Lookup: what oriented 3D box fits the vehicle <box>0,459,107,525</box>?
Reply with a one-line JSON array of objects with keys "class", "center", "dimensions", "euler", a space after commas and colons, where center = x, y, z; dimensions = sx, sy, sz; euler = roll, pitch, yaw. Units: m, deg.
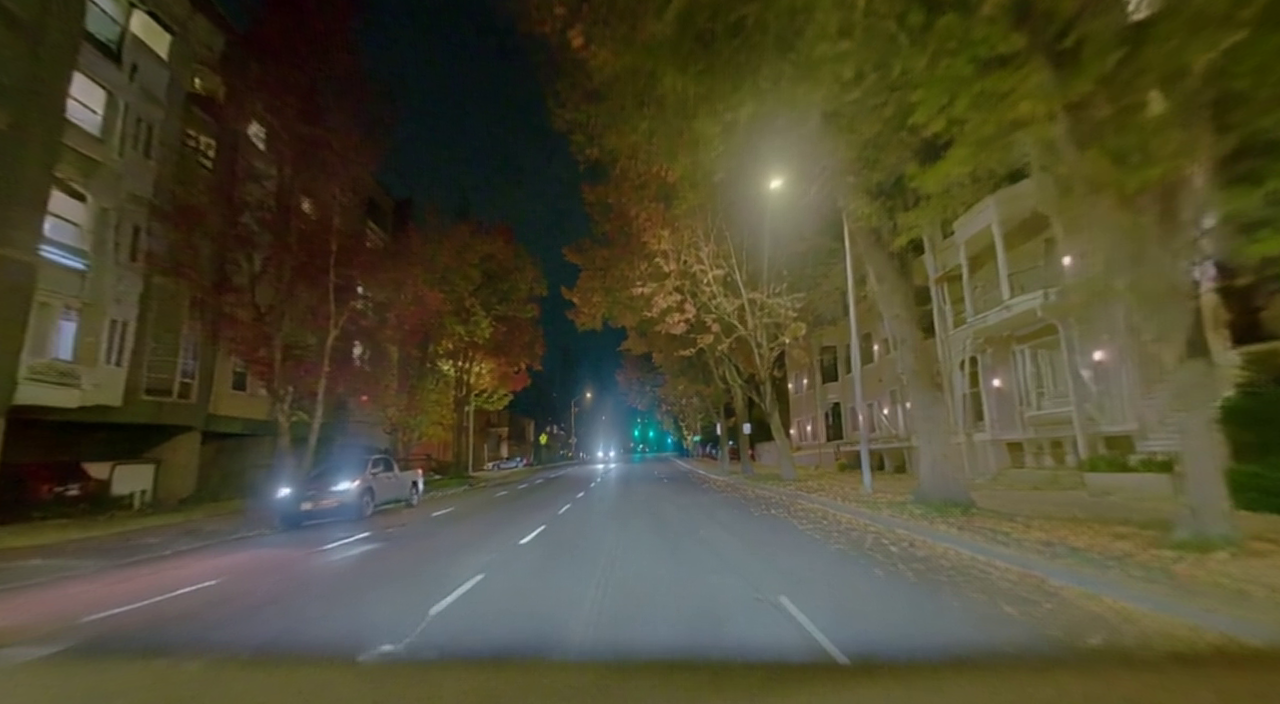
[{"class": "vehicle", "center": [-18.917, 4.224, 19.378], "dimensions": [4.001, 1.772, 2.038], "euler": [-4, -9, 19]}]

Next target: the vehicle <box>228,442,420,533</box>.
[{"class": "vehicle", "center": [-7.355, 3.167, 15.567], "dimensions": [2.129, 1.730, 5.544], "euler": [-2, -9, -3]}]
